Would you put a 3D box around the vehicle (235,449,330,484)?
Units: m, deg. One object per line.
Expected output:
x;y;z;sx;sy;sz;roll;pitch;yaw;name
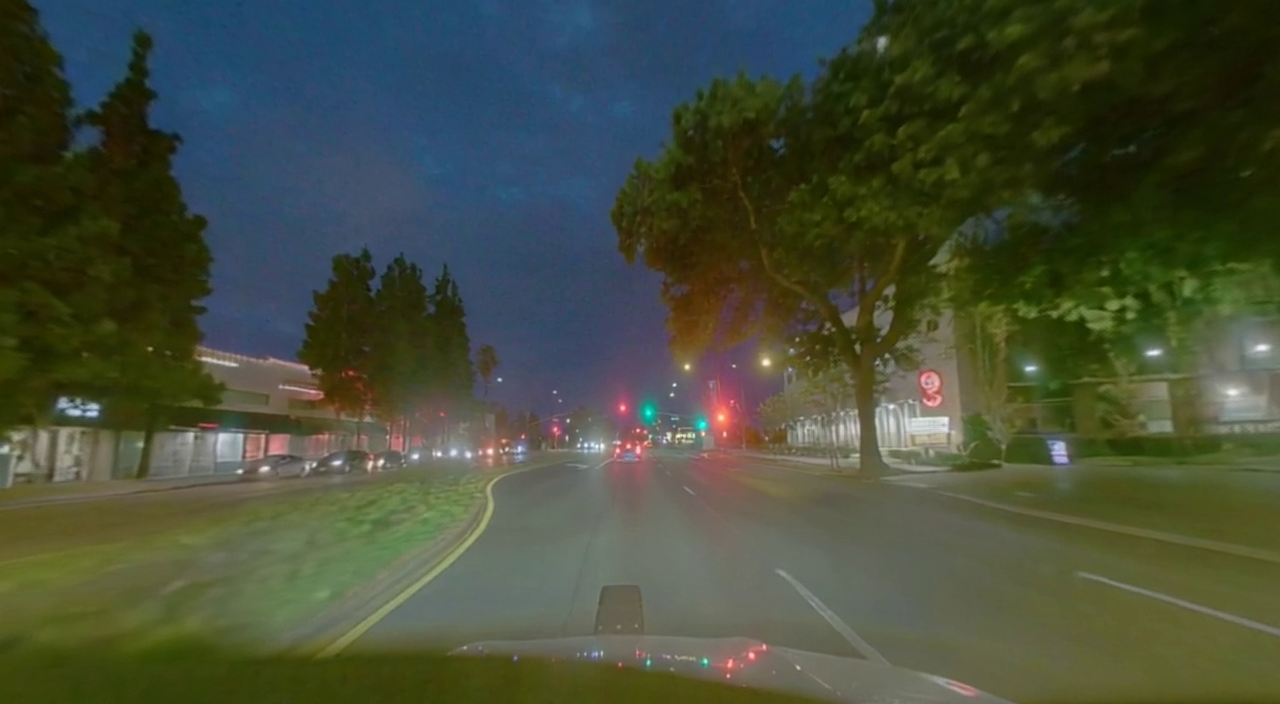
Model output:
-15.980;5.117;28.533;1.792;1.413;4.452;0;-8;-2;vehicle

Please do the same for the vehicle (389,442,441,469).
-15.972;7.366;45.087;1.981;1.755;4.113;0;-9;3;vehicle

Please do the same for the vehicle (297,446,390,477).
-15.781;5.820;33.986;2.098;1.524;5.102;-1;-8;6;vehicle

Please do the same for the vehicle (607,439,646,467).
-0.743;5.659;35.549;2.045;1.510;3.690;0;-8;-1;vehicle
